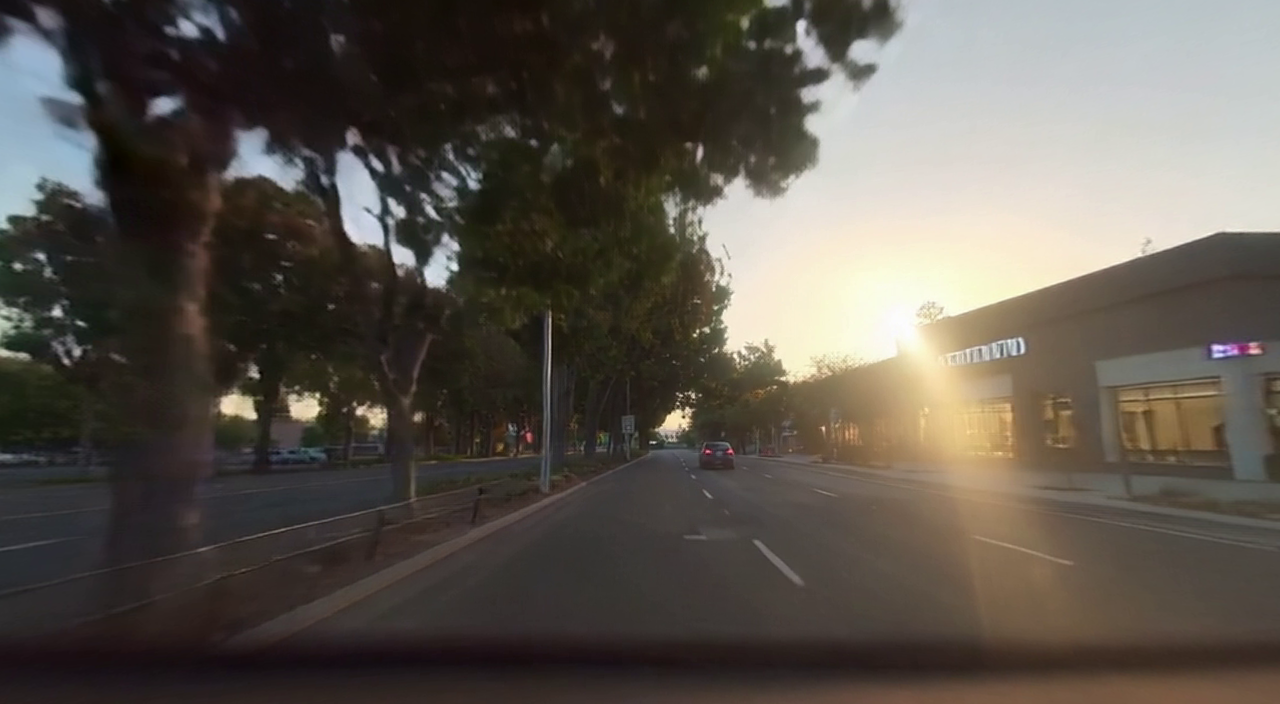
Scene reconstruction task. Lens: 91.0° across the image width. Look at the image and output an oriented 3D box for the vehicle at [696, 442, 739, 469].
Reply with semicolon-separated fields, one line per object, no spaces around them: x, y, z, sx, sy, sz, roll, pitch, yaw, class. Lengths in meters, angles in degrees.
4.463;6.044;37.010;2.015;1.479;4.444;0;-9;0;vehicle
